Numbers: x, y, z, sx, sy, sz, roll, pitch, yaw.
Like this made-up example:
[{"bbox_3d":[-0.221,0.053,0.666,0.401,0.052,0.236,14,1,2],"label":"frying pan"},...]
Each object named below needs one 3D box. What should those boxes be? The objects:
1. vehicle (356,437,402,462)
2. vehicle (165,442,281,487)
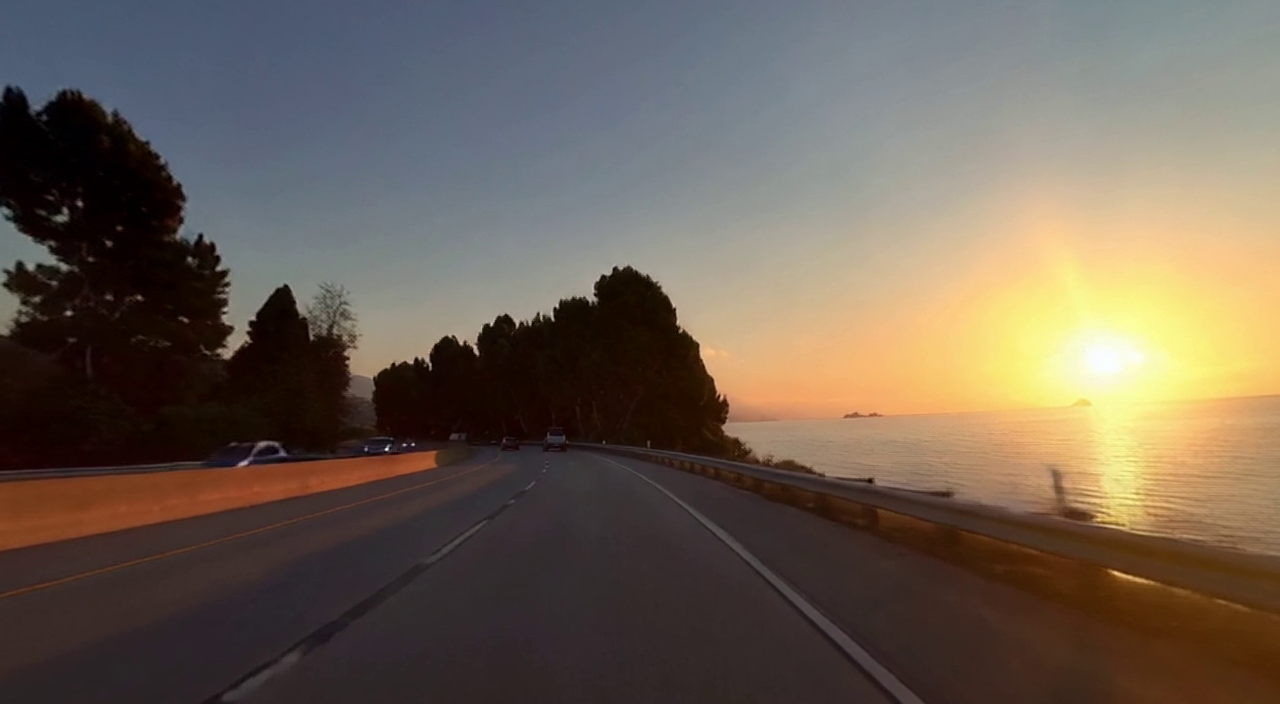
[{"bbox_3d":[-19.401,7.270,47.073,2.276,1.759,4.462,2,-9,-12],"label":"vehicle"},{"bbox_3d":[-16.511,4.431,25.292,1.929,1.611,4.479,1,-9,-6],"label":"vehicle"}]
